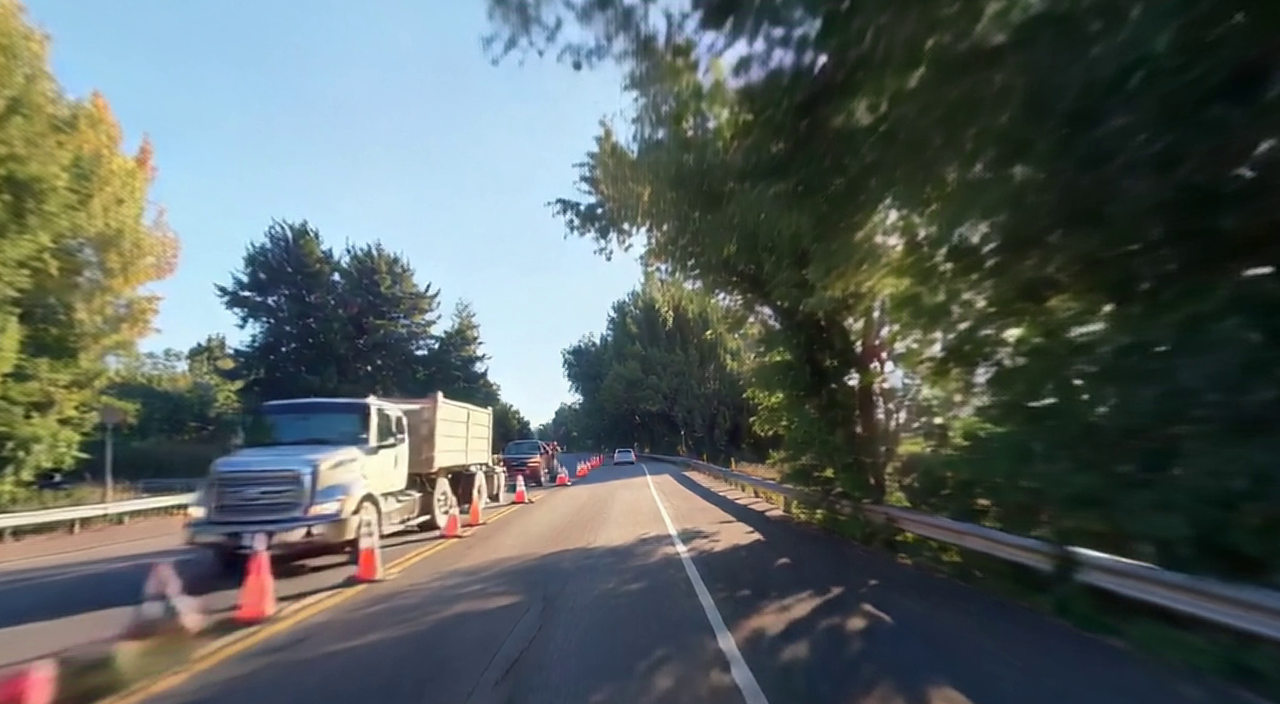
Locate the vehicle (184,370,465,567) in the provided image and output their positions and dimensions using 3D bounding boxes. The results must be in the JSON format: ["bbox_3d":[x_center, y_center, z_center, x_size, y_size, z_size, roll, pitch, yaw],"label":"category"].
[{"bbox_3d":[-4.572,1.774,10.126,2.380,2.488,4.028,0,-9,-1],"label":"vehicle"}]
